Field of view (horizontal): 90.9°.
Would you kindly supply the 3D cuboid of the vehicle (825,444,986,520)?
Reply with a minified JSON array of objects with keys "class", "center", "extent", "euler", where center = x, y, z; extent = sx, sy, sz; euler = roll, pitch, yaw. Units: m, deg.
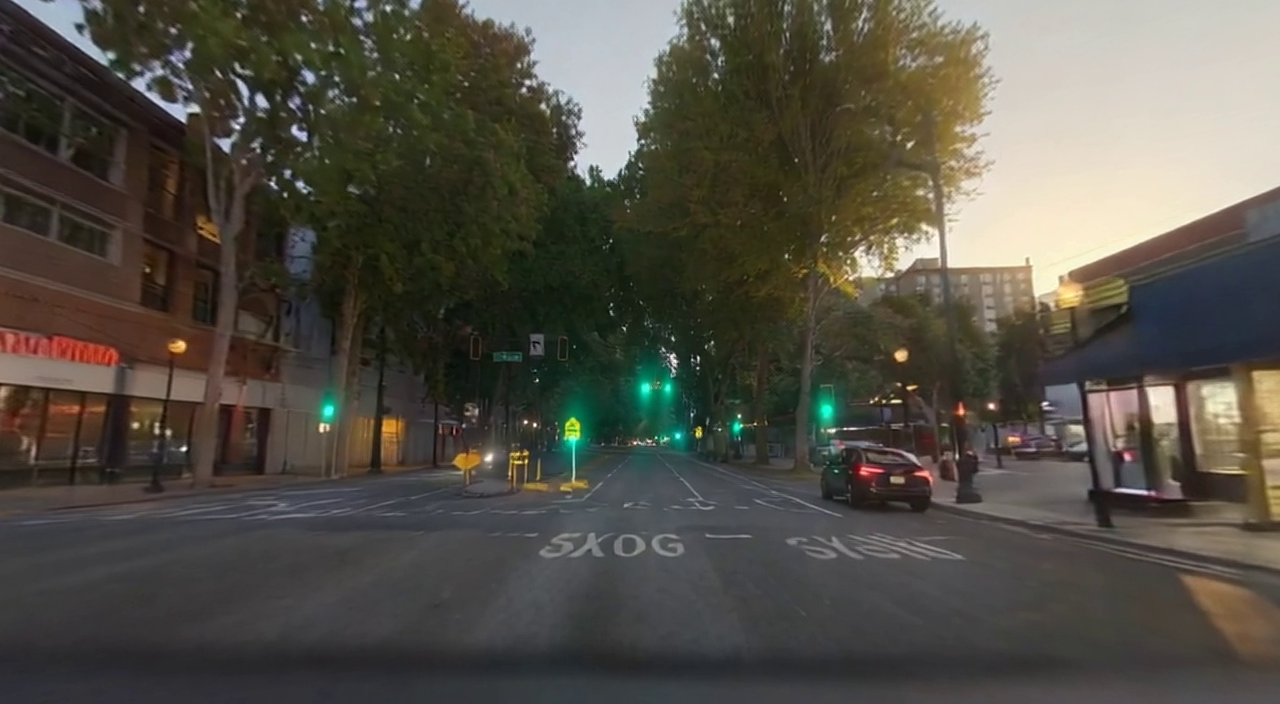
[{"class":"vehicle","center":[6.056,2.983,15.054],"extent":[1.906,1.523,4.336],"euler":[0,-9,-1]}]
